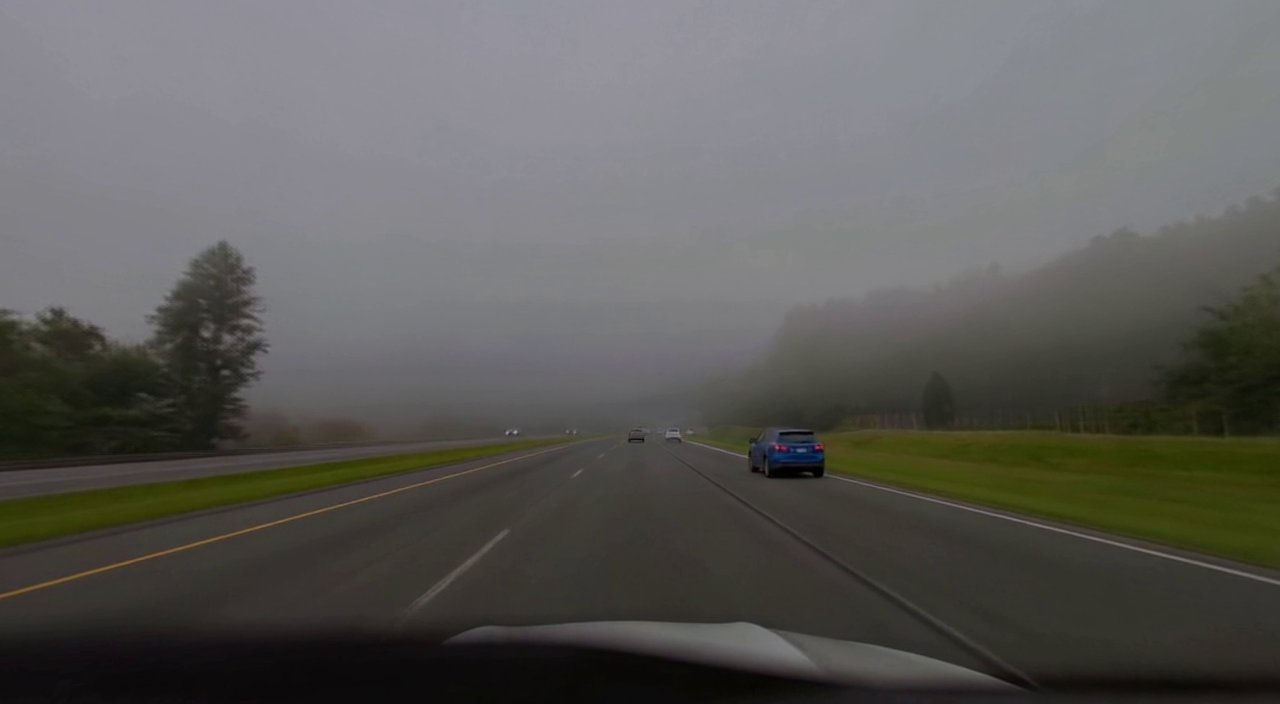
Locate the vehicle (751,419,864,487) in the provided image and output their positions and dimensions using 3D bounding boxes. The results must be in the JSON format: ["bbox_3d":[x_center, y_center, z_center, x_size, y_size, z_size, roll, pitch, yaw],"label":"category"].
[{"bbox_3d":[4.070,2.500,15.916,1.765,1.510,3.762,0,-8,-1],"label":"vehicle"}]
